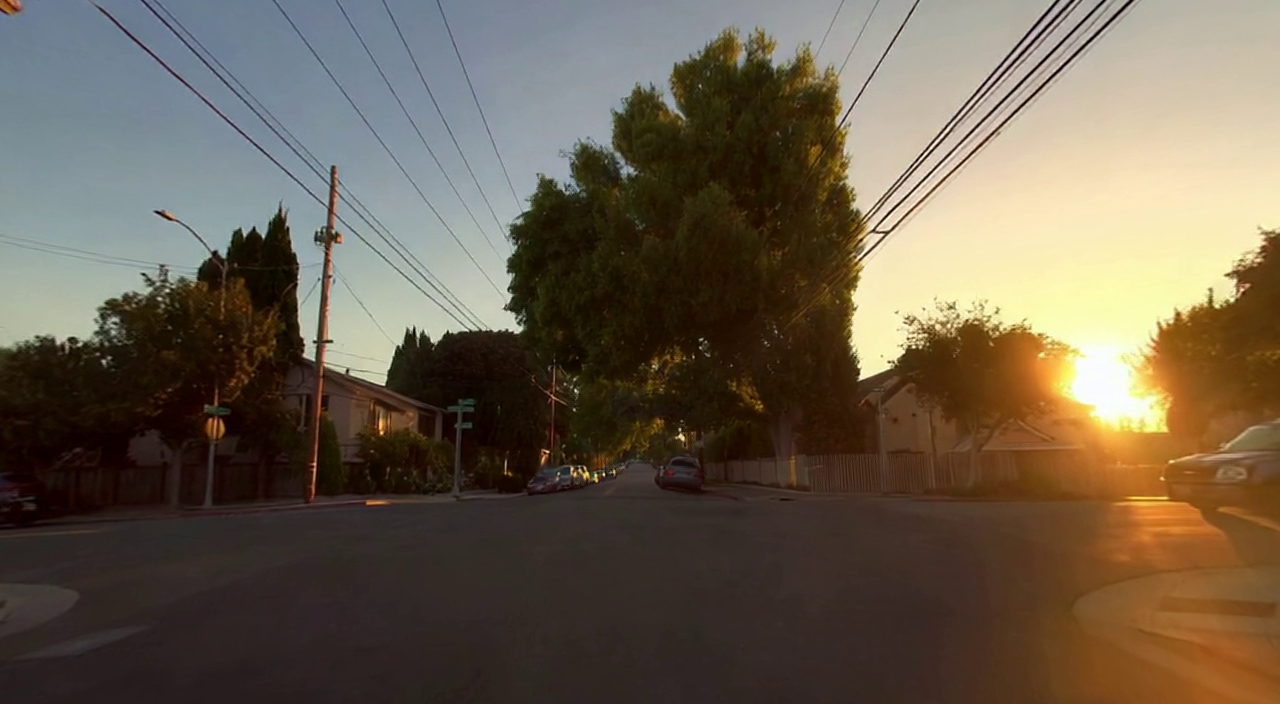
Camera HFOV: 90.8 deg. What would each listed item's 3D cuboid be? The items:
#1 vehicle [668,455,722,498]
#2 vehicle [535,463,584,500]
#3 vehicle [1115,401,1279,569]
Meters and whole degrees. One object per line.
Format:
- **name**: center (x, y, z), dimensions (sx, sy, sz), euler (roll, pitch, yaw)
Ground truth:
- **vehicle**: center (2.598, 6.028, 31.007), dimensions (2.051, 1.874, 4.459), euler (0, -8, -2)
- **vehicle**: center (-4.299, 7.014, 34.513), dimensions (2.189, 1.771, 4.571), euler (0, -9, -1)
- **vehicle**: center (9.720, 1.693, 8.488), dimensions (4.677, 1.949, 2.334), euler (-1, -8, 3)
